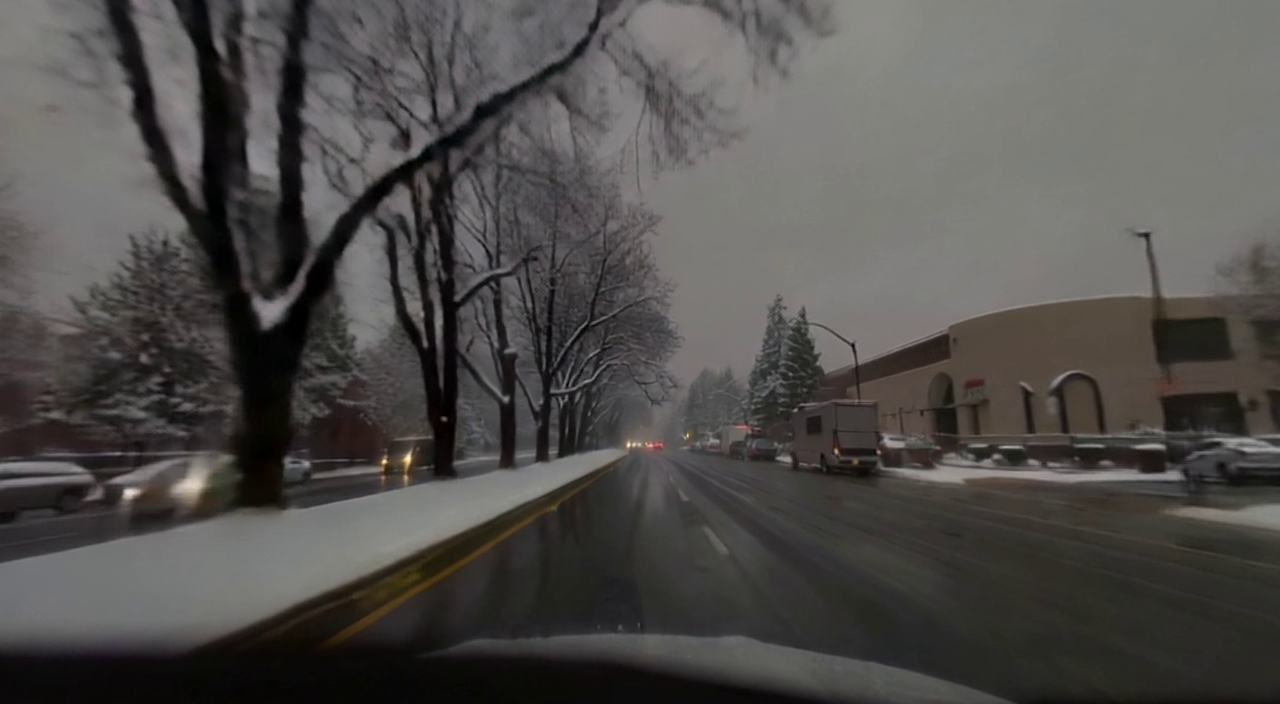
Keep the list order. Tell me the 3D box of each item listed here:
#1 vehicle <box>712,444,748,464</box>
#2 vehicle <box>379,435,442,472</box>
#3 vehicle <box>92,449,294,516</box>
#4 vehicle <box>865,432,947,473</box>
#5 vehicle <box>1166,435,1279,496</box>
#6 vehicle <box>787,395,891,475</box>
[{"bbox_3d":[6.588,7.495,46.546,1.972,1.417,4.239,0,-9,0],"label":"vehicle"},{"bbox_3d":[-17.009,7.550,47.231,2.253,2.554,6.021,-1,-8,1],"label":"vehicle"},{"bbox_3d":[-11.130,3.248,16.224,1.973,1.442,4.241,-1,-9,2],"label":"vehicle"},{"bbox_3d":[14.428,5.513,34.696,2.203,2.052,5.314,0,-9,0],"label":"vehicle"},{"bbox_3d":[19.714,3.451,19.409,1.979,1.787,5.366,1,-8,-8],"label":"vehicle"},{"bbox_3d":[10.477,4.583,34.462,2.879,3.765,8.904,0,-9,1],"label":"vehicle"}]
